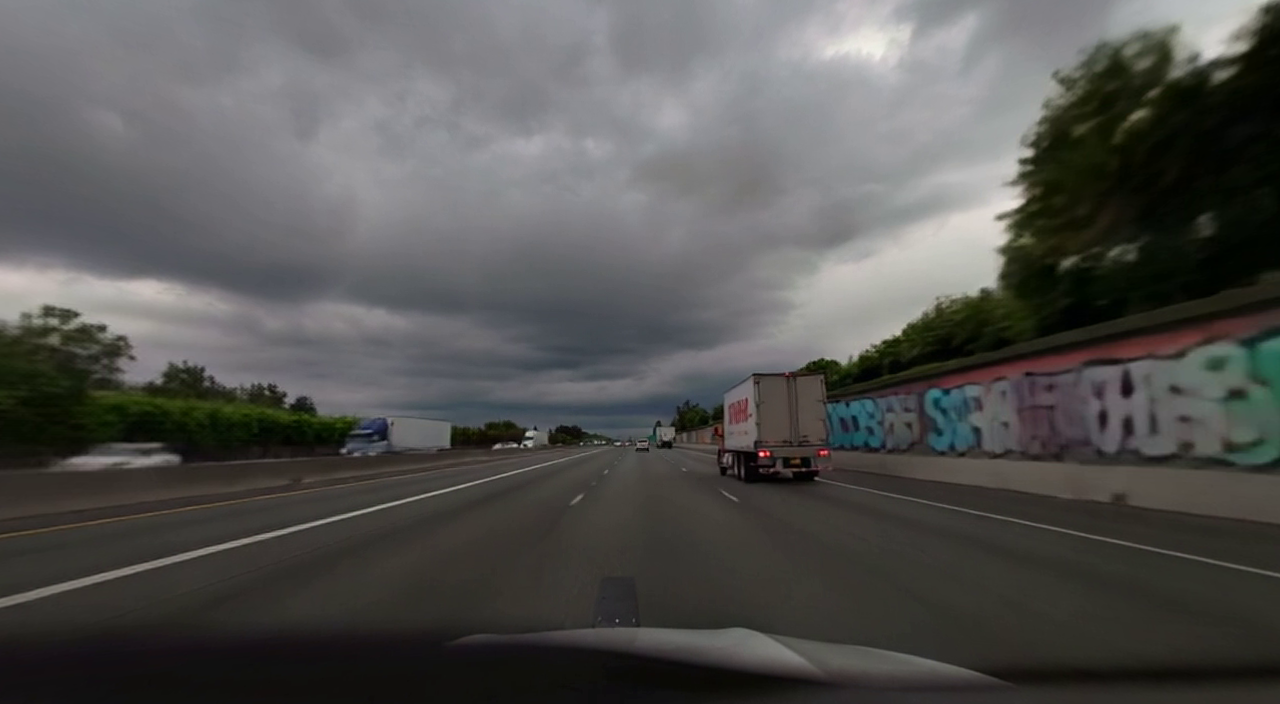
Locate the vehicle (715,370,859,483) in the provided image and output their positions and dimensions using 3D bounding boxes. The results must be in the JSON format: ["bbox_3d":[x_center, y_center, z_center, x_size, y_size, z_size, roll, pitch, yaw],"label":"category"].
[{"bbox_3d":[5.197,3.035,24.889,2.949,3.470,10.539,0,-8,-1],"label":"vehicle"}]
